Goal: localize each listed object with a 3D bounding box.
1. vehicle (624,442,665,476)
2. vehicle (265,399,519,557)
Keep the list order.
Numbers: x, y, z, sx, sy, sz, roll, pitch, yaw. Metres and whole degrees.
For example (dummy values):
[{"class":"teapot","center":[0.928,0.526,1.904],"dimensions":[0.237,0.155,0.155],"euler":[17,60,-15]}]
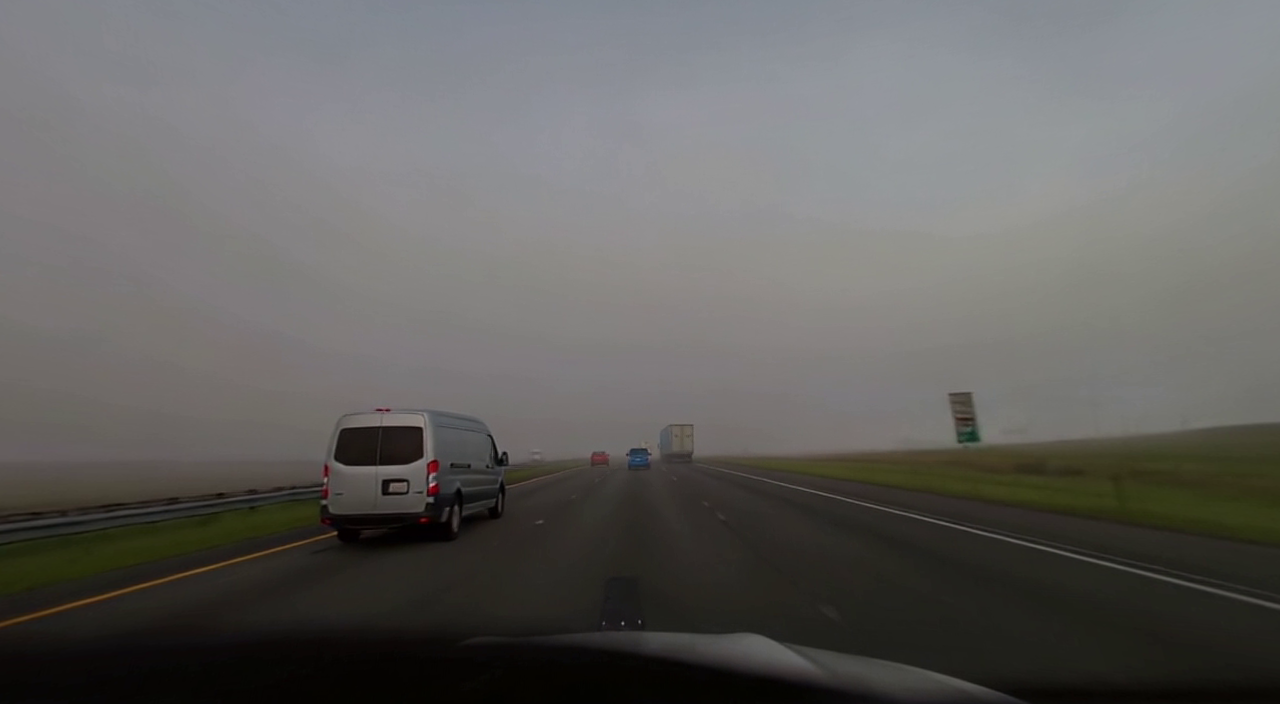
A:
[{"class":"vehicle","center":[0.250,5.789,34.156],"dimensions":[2.083,1.689,4.083],"euler":[0,-9,0]},{"class":"vehicle","center":[-3.590,1.952,10.377],"dimensions":[2.238,1.984,4.650],"euler":[0,-9,0]}]
